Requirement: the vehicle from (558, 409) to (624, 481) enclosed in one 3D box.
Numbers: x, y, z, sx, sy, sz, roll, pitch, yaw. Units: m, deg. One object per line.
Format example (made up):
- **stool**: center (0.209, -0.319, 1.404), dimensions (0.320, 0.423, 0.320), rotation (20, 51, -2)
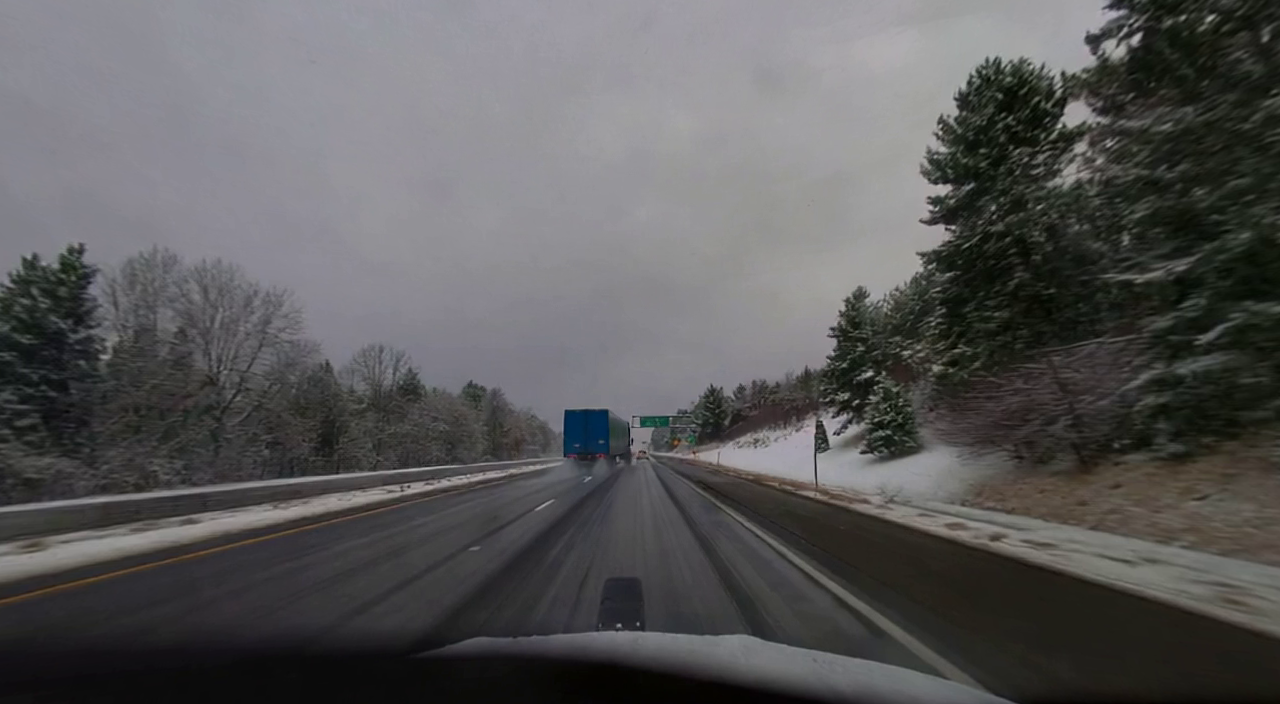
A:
- **vehicle**: center (-2.313, 4.777, 32.305), dimensions (2.704, 3.270, 6.745), rotation (0, -9, 1)
